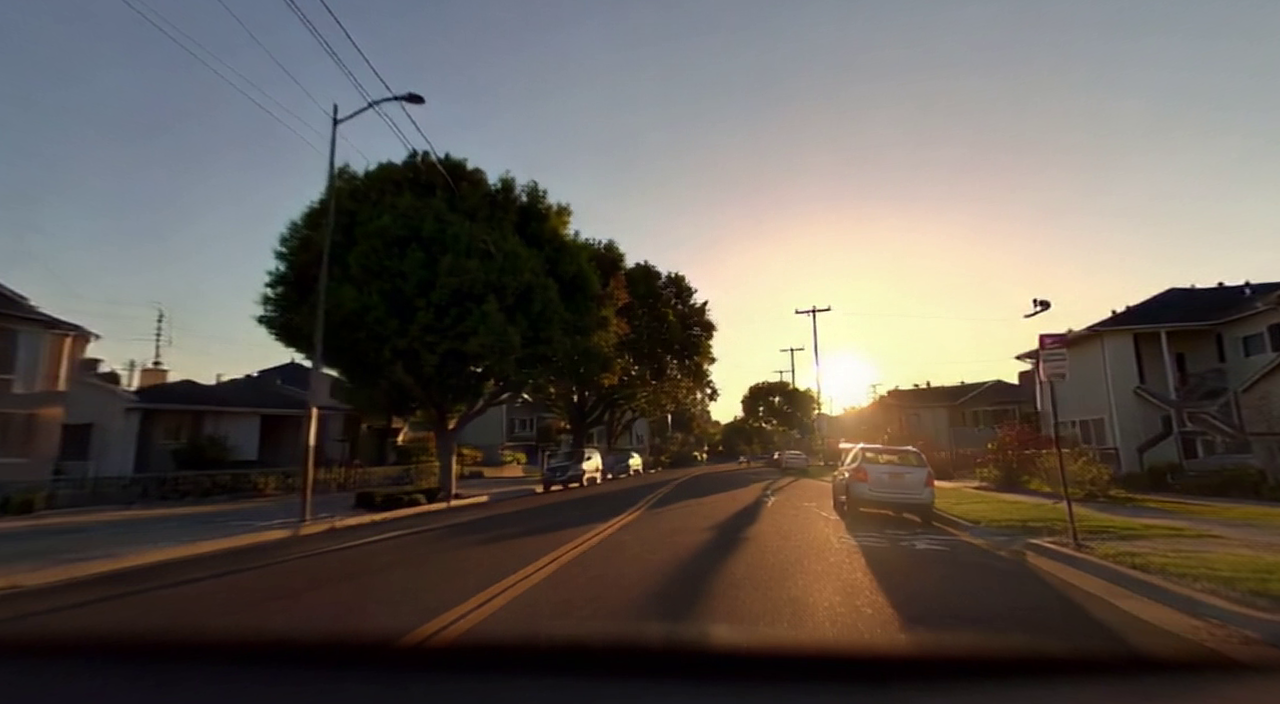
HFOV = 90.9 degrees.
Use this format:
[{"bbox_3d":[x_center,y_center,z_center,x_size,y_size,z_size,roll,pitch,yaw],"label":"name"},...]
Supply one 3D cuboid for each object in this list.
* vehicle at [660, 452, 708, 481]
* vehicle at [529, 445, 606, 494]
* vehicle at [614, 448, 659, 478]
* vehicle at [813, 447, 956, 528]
[{"bbox_3d":[2.512,6.271,34.838,2.079,1.441,4.541,-2,-9,11],"label":"vehicle"},{"bbox_3d":[-2.909,4.835,26.312,2.027,1.695,4.437,-5,-9,8],"label":"vehicle"},{"bbox_3d":[-0.162,7.377,42.083,2.120,1.799,5.370,-2,-9,9],"label":"vehicle"},{"bbox_3d":[5.202,2.882,14.137,2.014,1.482,4.599,-1,-9,9],"label":"vehicle"}]
